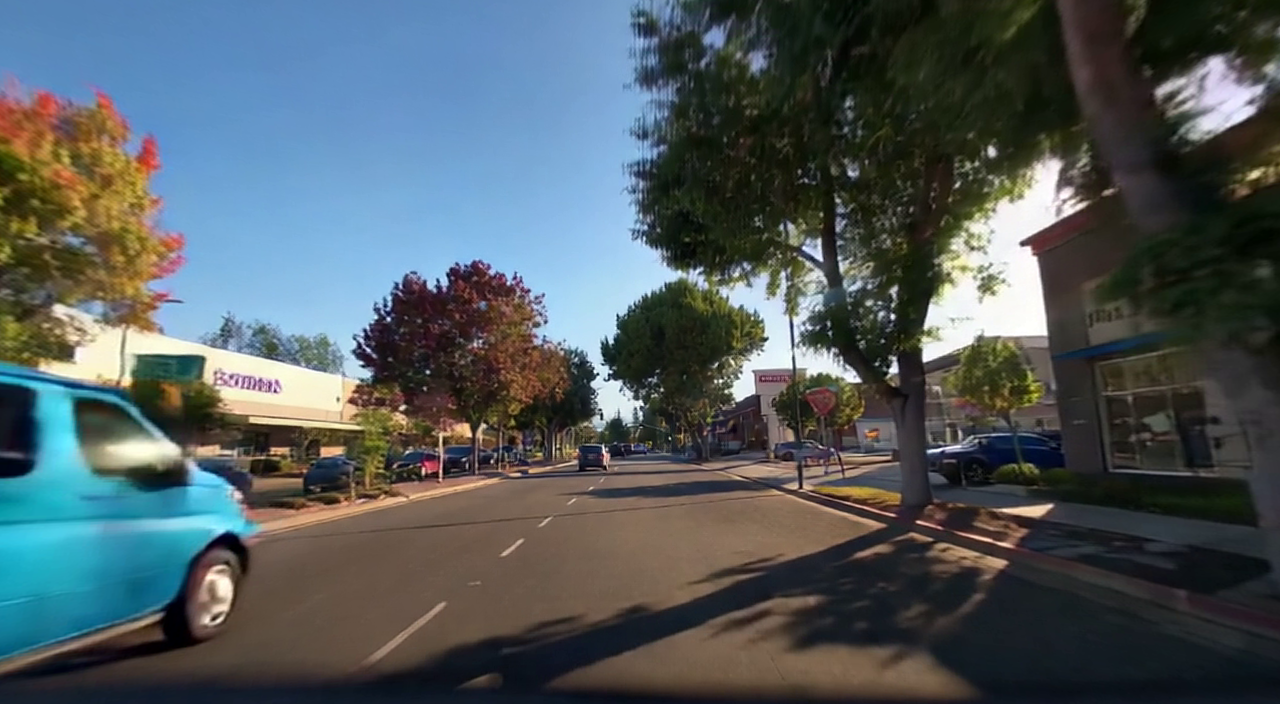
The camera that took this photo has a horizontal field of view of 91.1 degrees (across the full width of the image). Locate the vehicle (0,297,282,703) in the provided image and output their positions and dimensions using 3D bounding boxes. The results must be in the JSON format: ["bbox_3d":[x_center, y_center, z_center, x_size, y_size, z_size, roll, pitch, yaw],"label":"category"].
[{"bbox_3d":[-3.966,0.708,2.499,2.152,1.987,4.952,0,-8,-1],"label":"vehicle"}]

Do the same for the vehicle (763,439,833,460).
[{"bbox_3d":[11.488,7.095,45.850,4.607,1.471,1.982,0,-8,-2],"label":"vehicle"}]

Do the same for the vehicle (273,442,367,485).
[{"bbox_3d":[-15.121,5.263,30.020,1.936,1.813,4.921,-1,-8,0],"label":"vehicle"}]

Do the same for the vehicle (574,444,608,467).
[{"bbox_3d":[-3.337,7.157,43.441,1.966,1.481,4.385,0,-8,0],"label":"vehicle"}]

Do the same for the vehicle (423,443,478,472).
[{"bbox_3d":[-11.534,6.422,38.473,2.044,1.649,4.211,0,-8,0],"label":"vehicle"}]

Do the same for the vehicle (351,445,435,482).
[{"bbox_3d":[-12.070,5.451,31.075,2.024,1.656,4.837,-1,-8,2],"label":"vehicle"}]

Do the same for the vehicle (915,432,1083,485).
[{"bbox_3d":[10.938,3.268,19.379,3.935,1.518,1.985,0,-8,-1],"label":"vehicle"}]
